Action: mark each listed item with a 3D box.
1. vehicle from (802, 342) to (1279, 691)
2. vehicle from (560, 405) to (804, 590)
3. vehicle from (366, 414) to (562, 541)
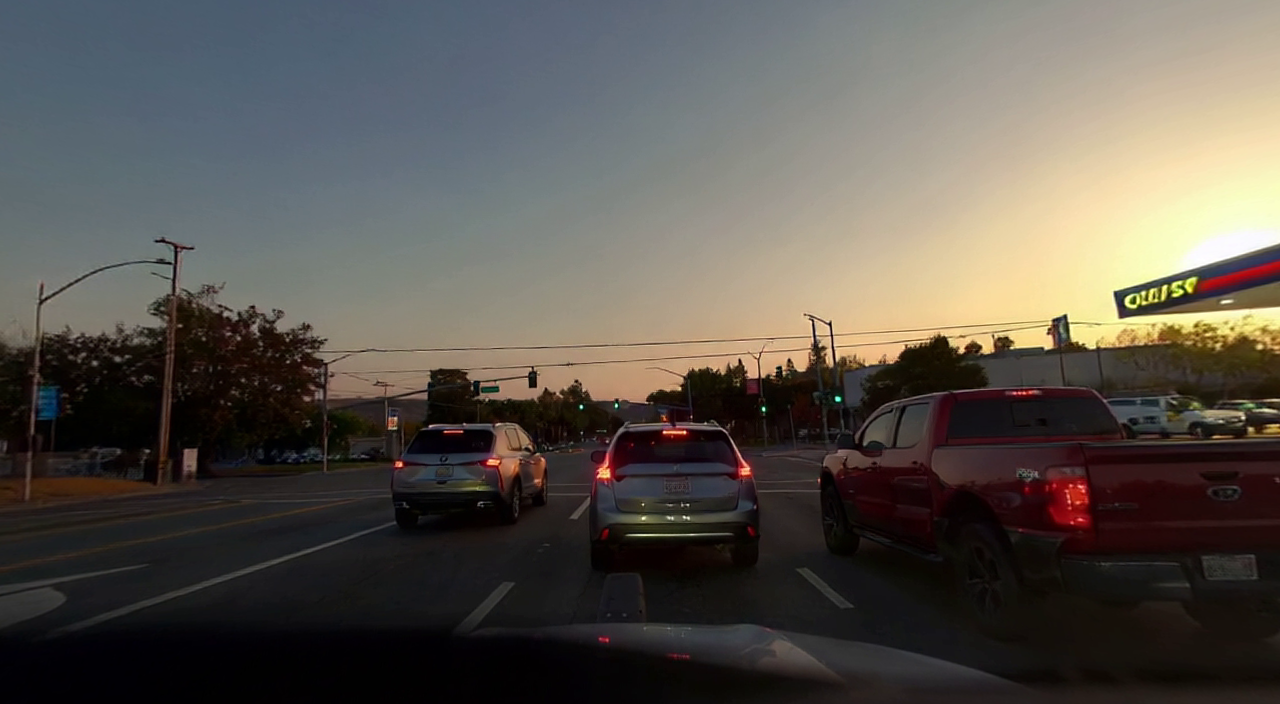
[{"bbox_3d":[3.405,1.261,6.115,2.161,1.868,5.321,0,-8,-1],"label":"vehicle"},{"bbox_3d":[0.363,1.611,7.779,2.181,1.650,4.083,0,-8,0],"label":"vehicle"},{"bbox_3d":[-2.710,2.051,10.913,2.019,1.731,4.299,0,-8,2],"label":"vehicle"}]
